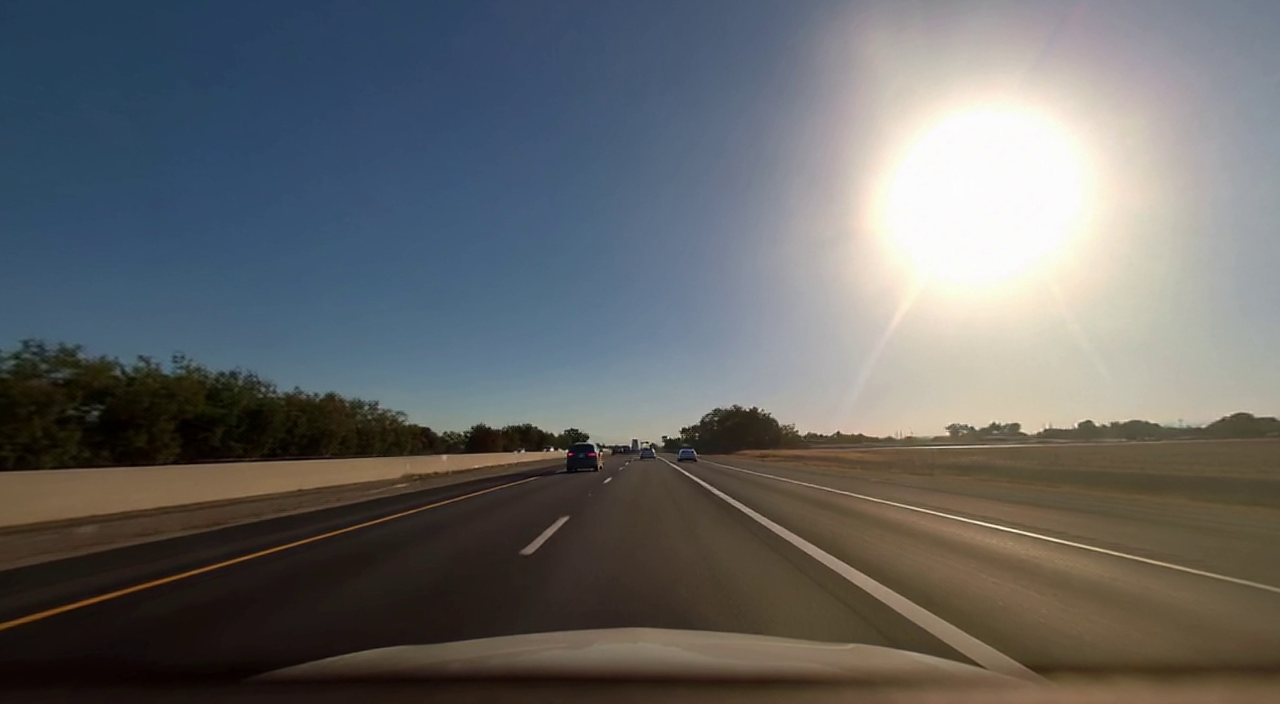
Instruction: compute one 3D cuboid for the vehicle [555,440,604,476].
[{"bbox_3d":[-3.066,5.499,32.818,2.070,1.707,4.309,0,-9,1],"label":"vehicle"}]
